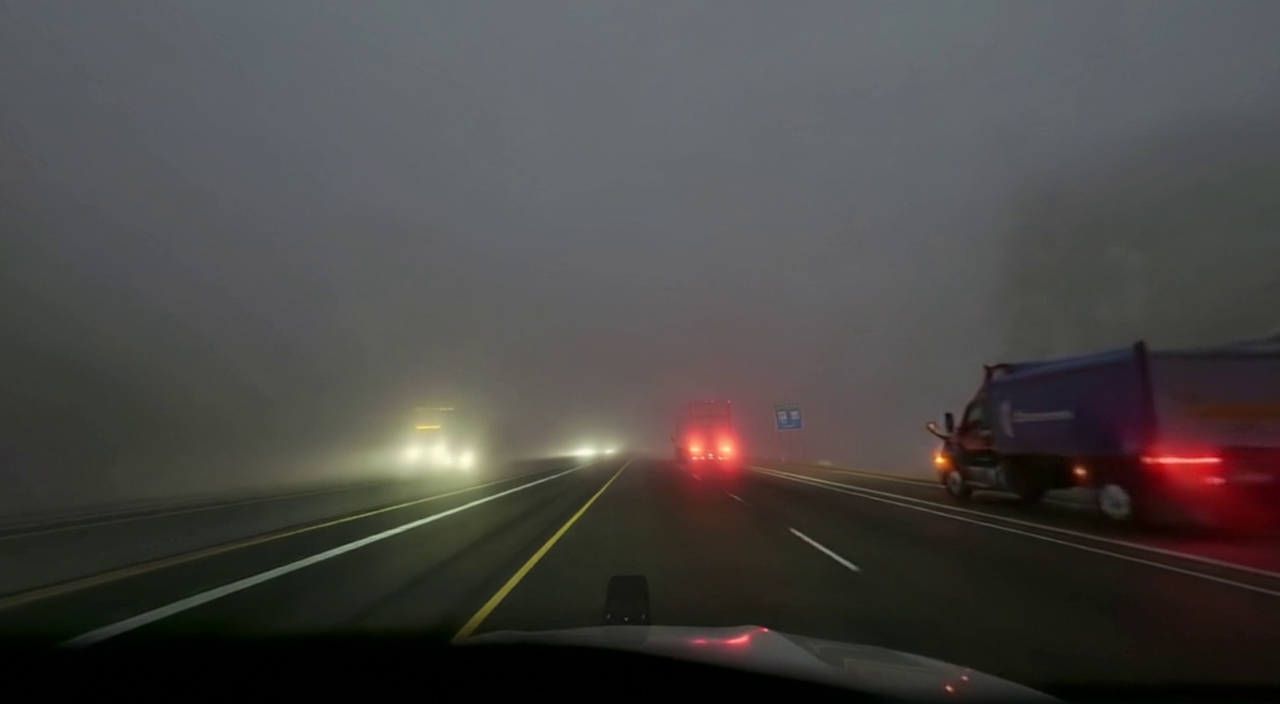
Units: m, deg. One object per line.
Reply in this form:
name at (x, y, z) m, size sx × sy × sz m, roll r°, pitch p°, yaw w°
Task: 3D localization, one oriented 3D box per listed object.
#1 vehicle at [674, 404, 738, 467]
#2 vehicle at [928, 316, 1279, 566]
vehicle at (4.812, 6.695, 49.885) m, size 3.187 × 4.197 × 15.004 m, roll 0°, pitch -8°, yaw -1°
vehicle at (7.817, 1.469, 10.575) m, size 2.474 × 2.730 × 7.349 m, roll 0°, pitch -8°, yaw 0°
